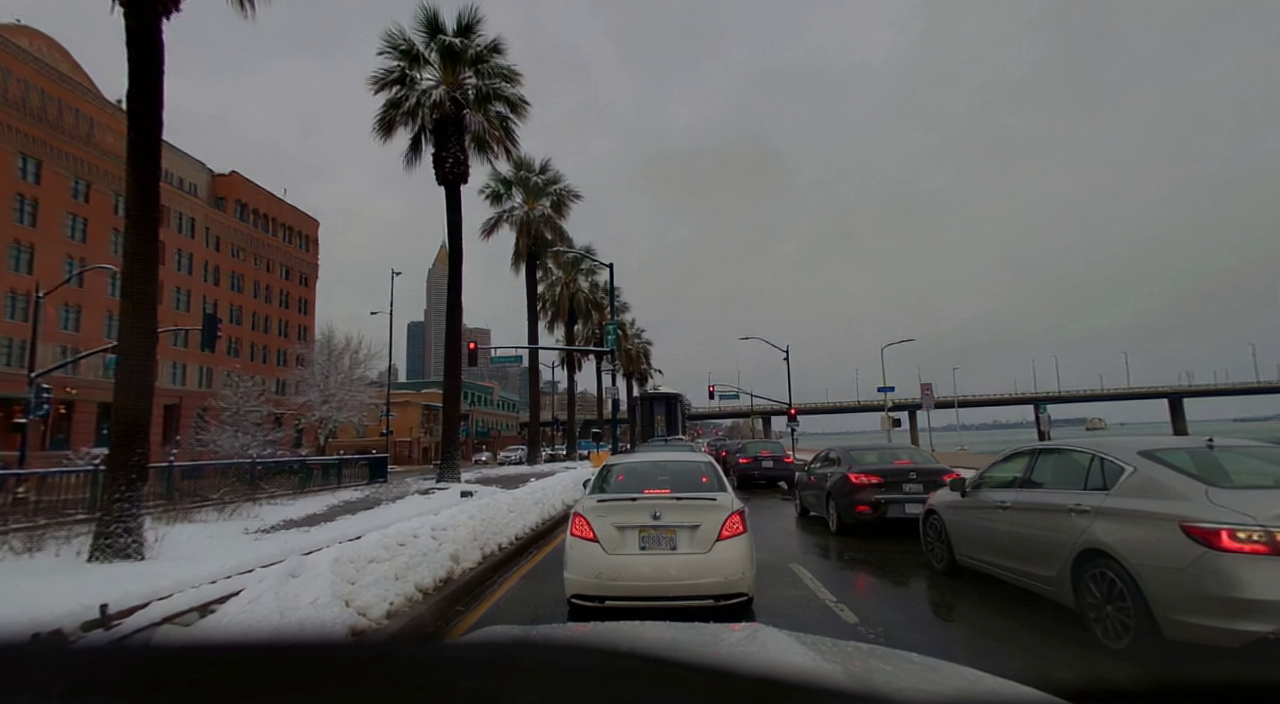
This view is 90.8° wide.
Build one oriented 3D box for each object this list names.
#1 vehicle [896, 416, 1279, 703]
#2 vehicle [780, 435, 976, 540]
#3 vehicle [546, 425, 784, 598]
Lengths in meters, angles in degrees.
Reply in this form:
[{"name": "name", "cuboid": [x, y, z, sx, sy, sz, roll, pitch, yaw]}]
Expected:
[{"name": "vehicle", "cuboid": [3.929, 1.358, 5.083, 1.913, 1.469, 4.425, 0, -9, 1]}, {"name": "vehicle", "cuboid": [3.903, 2.282, 11.308, 1.920, 1.490, 4.417, -1, -9, 2]}, {"name": "vehicle", "cuboid": [0.249, 1.694, 7.473, 2.093, 1.503, 3.681, 0, -9, 1]}]
